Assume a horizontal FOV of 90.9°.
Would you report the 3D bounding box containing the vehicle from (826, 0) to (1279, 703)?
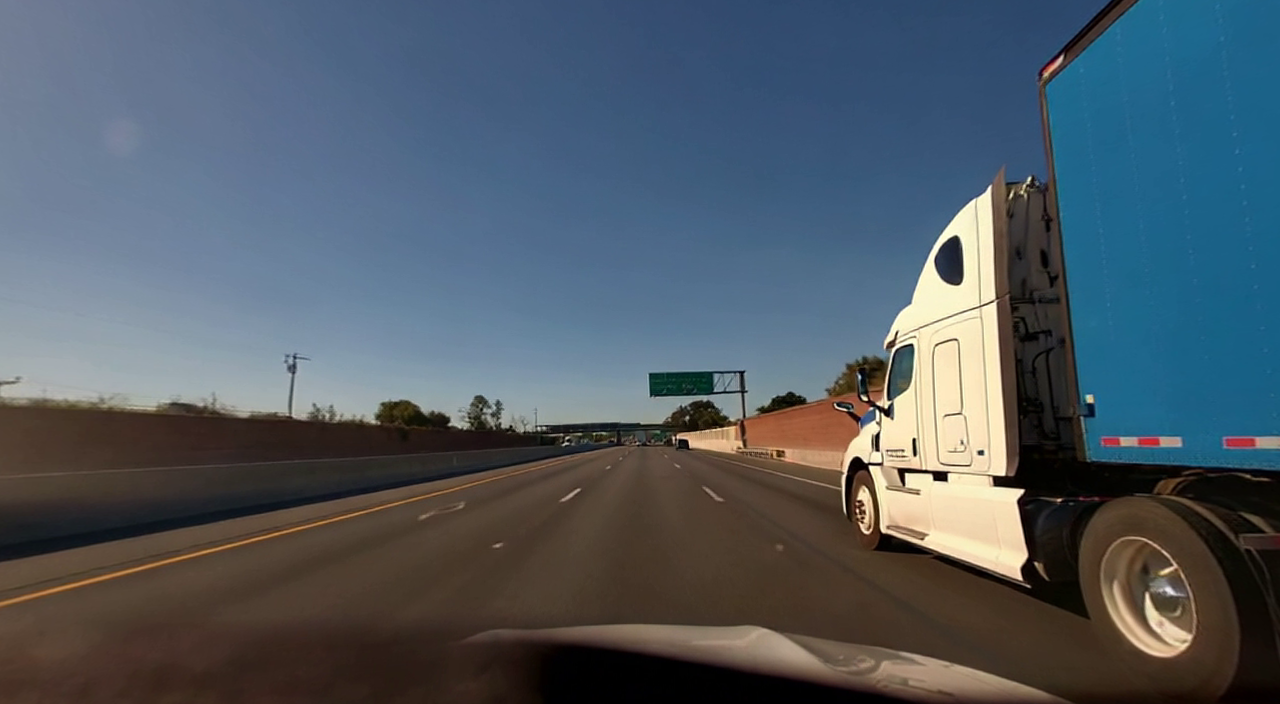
[{"bbox_3d":[3.769,-0.191,2.993,3.012,3.768,8.945,0,-9,0],"label":"vehicle"}]
